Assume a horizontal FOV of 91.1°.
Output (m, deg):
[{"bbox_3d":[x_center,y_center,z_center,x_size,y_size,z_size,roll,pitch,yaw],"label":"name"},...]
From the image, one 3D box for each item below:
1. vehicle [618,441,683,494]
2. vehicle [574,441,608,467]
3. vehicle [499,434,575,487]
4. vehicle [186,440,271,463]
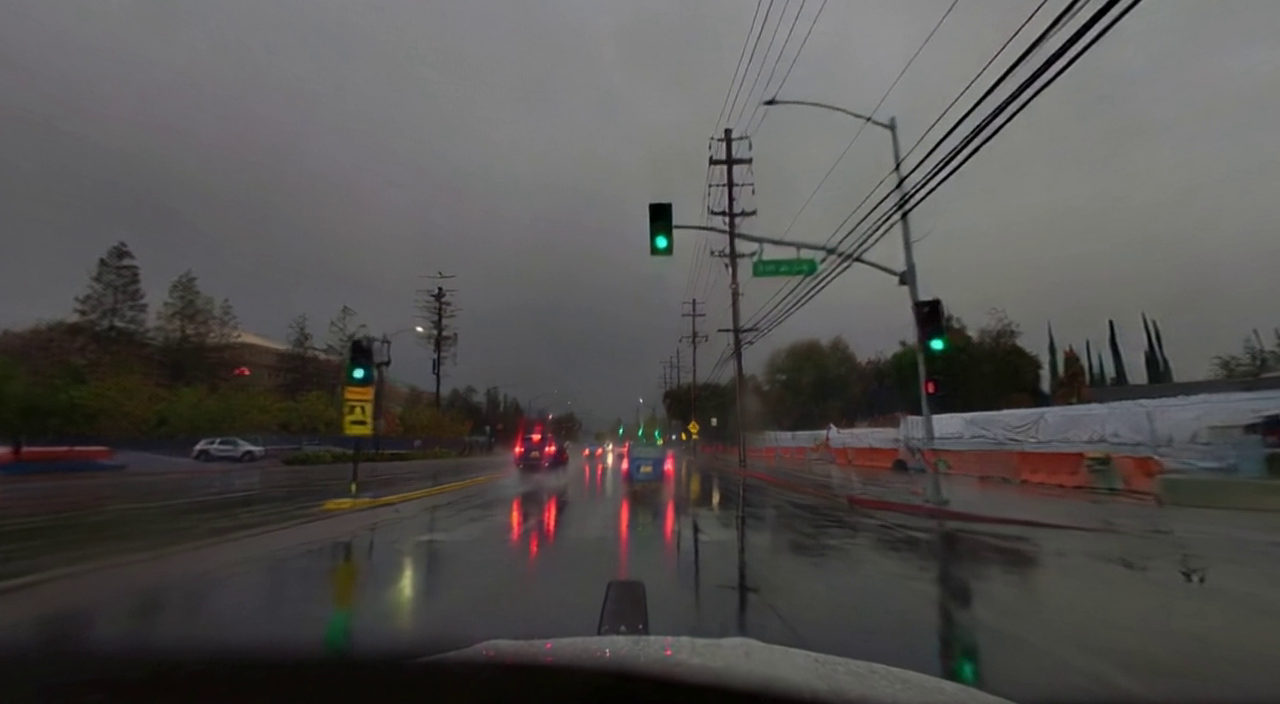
[{"bbox_3d":[0.340,4.007,22.229,2.059,1.691,3.980,0,-8,0],"label":"vehicle"},{"bbox_3d":[-3.441,7.275,45.032,1.910,1.713,4.786,0,-8,1],"label":"vehicle"},{"bbox_3d":[-3.775,4.059,23.912,2.078,1.804,4.387,0,-8,1],"label":"vehicle"},{"bbox_3d":[-31.662,7.696,48.428,5.155,1.679,1.934,0,-8,0],"label":"vehicle"}]
